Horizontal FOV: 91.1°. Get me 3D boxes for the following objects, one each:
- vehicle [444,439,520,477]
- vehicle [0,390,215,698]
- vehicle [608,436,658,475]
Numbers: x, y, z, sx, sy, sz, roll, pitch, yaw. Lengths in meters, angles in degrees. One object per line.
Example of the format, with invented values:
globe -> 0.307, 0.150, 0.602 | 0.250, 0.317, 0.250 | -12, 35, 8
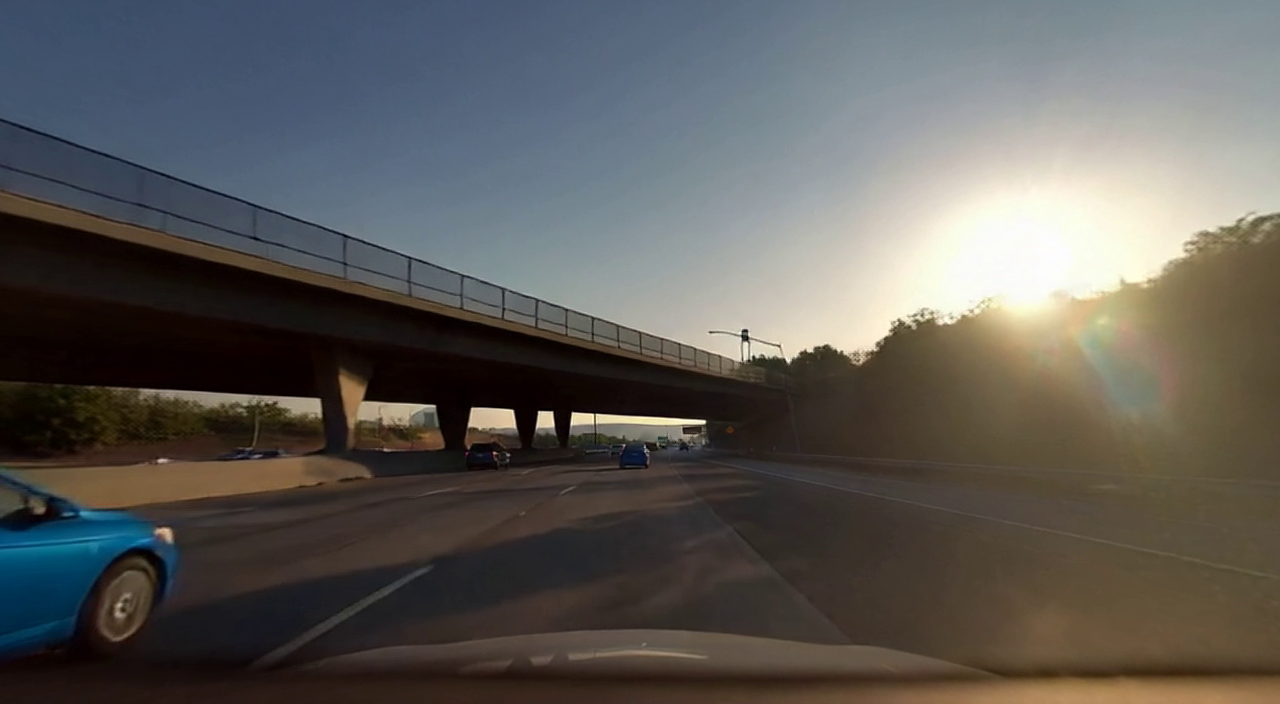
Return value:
vehicle -> -6.840, 4.650, 27.799 | 1.994, 1.519, 4.668 | 0, -9, 2
vehicle -> -4.455, 0.906, 2.612 | 2.124, 1.607, 4.531 | 0, -9, 1
vehicle -> -0.239, 4.807, 29.374 | 2.155, 1.690, 4.318 | 0, -9, 2
